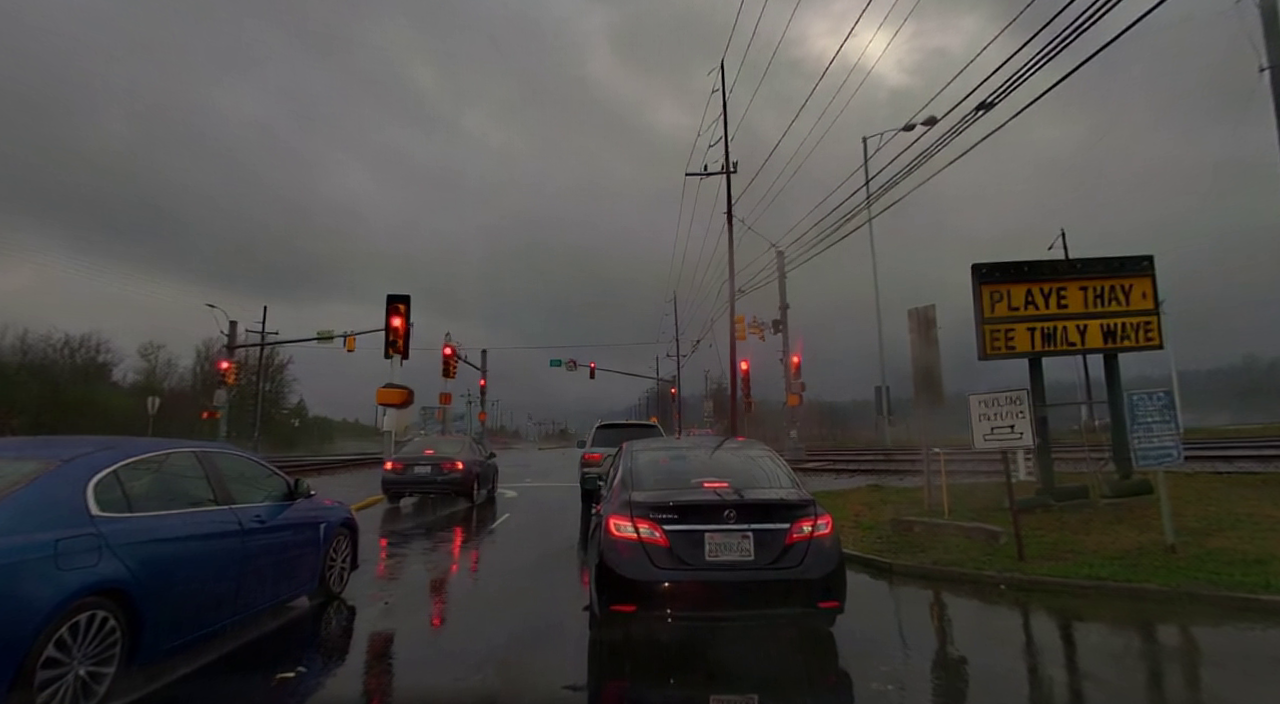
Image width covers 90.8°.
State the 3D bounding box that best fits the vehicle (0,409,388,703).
[{"bbox_3d":[-3.707,1.250,4.465,1.956,1.468,4.585,0,-9,0],"label":"vehicle"}]

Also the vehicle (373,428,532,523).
[{"bbox_3d":[-3.355,2.280,12.191,1.984,1.505,3.982,0,-9,-2],"label":"vehicle"}]

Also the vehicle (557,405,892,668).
[{"bbox_3d":[0.395,1.383,5.796,1.998,1.529,3.960,1,-9,-3],"label":"vehicle"}]
